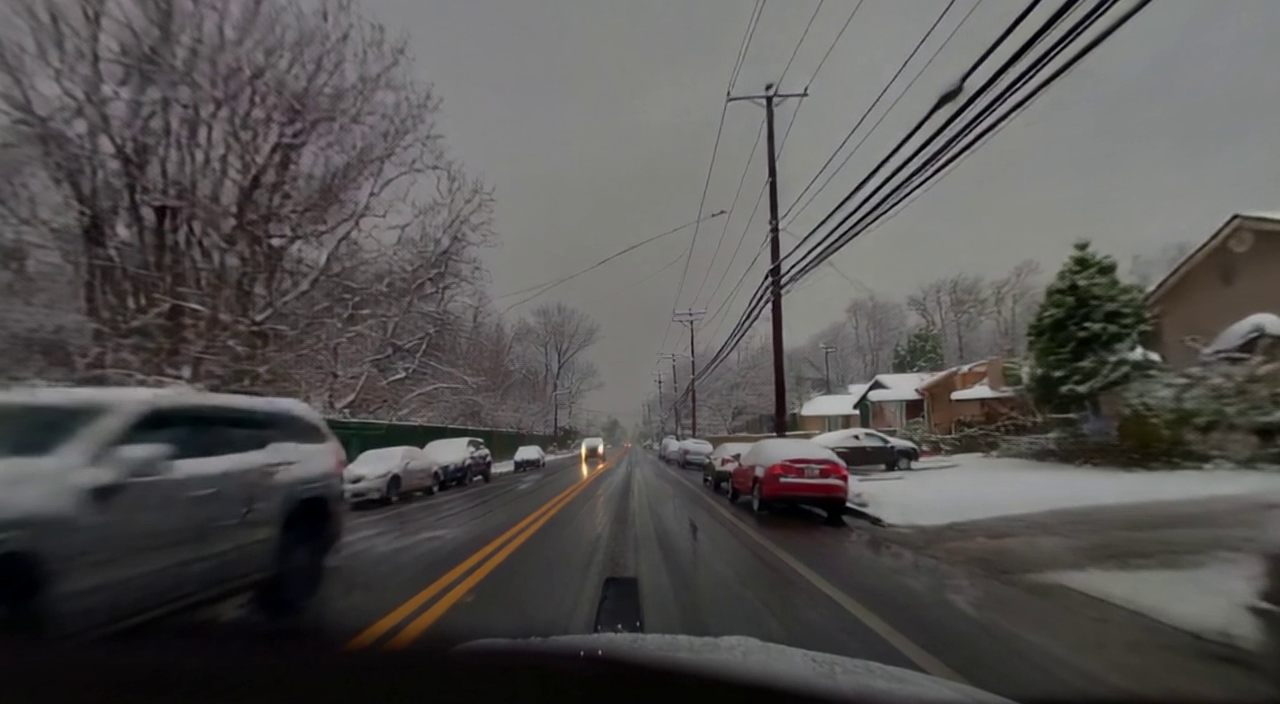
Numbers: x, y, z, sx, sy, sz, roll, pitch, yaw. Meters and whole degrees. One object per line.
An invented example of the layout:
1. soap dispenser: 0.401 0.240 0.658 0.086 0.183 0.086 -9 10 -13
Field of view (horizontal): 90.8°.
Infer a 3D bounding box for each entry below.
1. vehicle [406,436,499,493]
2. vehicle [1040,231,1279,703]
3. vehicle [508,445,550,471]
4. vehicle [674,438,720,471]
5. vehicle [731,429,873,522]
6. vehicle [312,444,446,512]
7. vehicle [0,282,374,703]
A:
1. vehicle: -6.819 4.100 23.567 2.014 1.817 4.639 -1 -7 0
2. vehicle: 3.286 0.409 0.684 2.174 2.049 5.088 0 -8 -2
3. vehicle: -7.090 6.790 40.711 1.843 1.589 4.416 0 -9 1
4. vehicle: 3.183 5.868 36.467 2.031 1.762 4.749 0 -8 -2
5. vehicle: 3.162 2.497 13.300 1.826 1.614 4.241 0 -9 0
6. vehicle: -6.771 3.265 16.986 1.866 1.487 4.416 -1 -8 -2
7. vehicle: -3.576 0.859 3.432 2.194 1.935 4.807 0 -8 -1
